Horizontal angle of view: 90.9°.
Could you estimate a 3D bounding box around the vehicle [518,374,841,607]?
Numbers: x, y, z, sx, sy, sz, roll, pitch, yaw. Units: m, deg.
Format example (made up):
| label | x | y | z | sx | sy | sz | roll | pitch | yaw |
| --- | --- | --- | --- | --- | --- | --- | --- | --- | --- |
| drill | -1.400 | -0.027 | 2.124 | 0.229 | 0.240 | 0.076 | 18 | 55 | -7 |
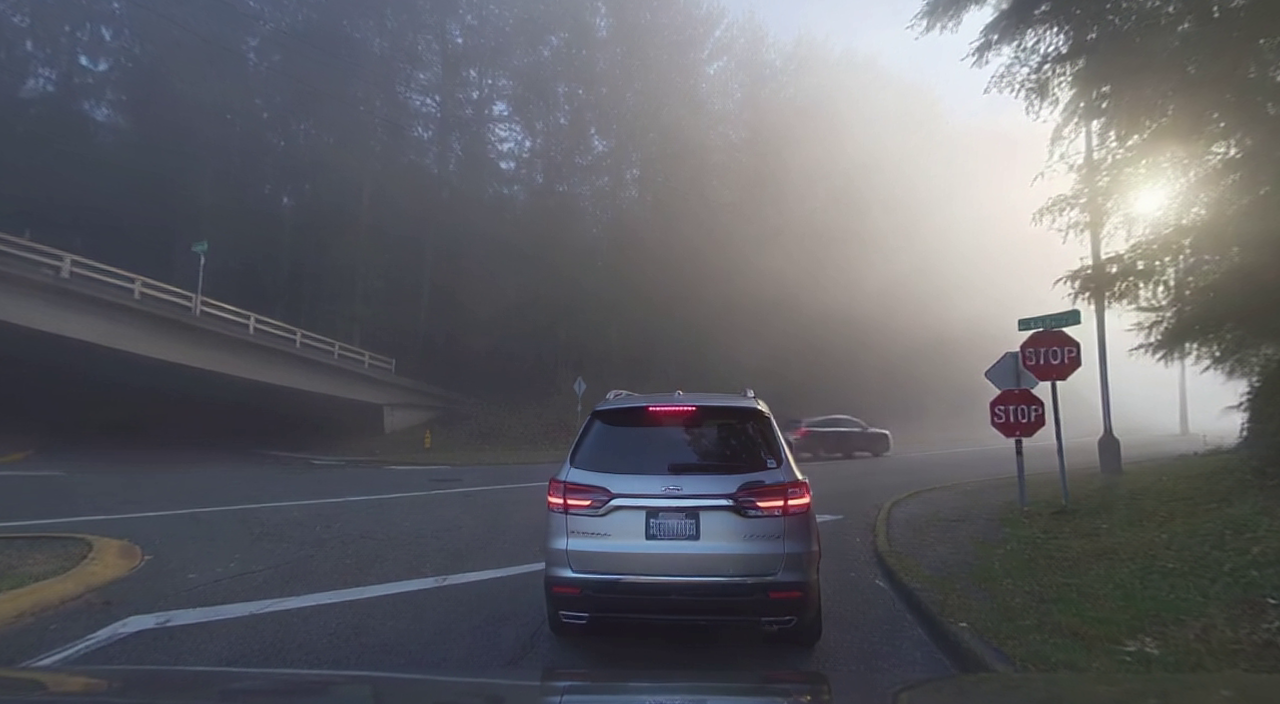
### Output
| label | x | y | z | sx | sy | sz | roll | pitch | yaw |
| --- | --- | --- | --- | --- | --- | --- | --- | --- | --- |
| vehicle | 0.312 | 1.399 | 7.142 | 2.494 | 1.804 | 4.336 | 0 | -9 | 0 |
